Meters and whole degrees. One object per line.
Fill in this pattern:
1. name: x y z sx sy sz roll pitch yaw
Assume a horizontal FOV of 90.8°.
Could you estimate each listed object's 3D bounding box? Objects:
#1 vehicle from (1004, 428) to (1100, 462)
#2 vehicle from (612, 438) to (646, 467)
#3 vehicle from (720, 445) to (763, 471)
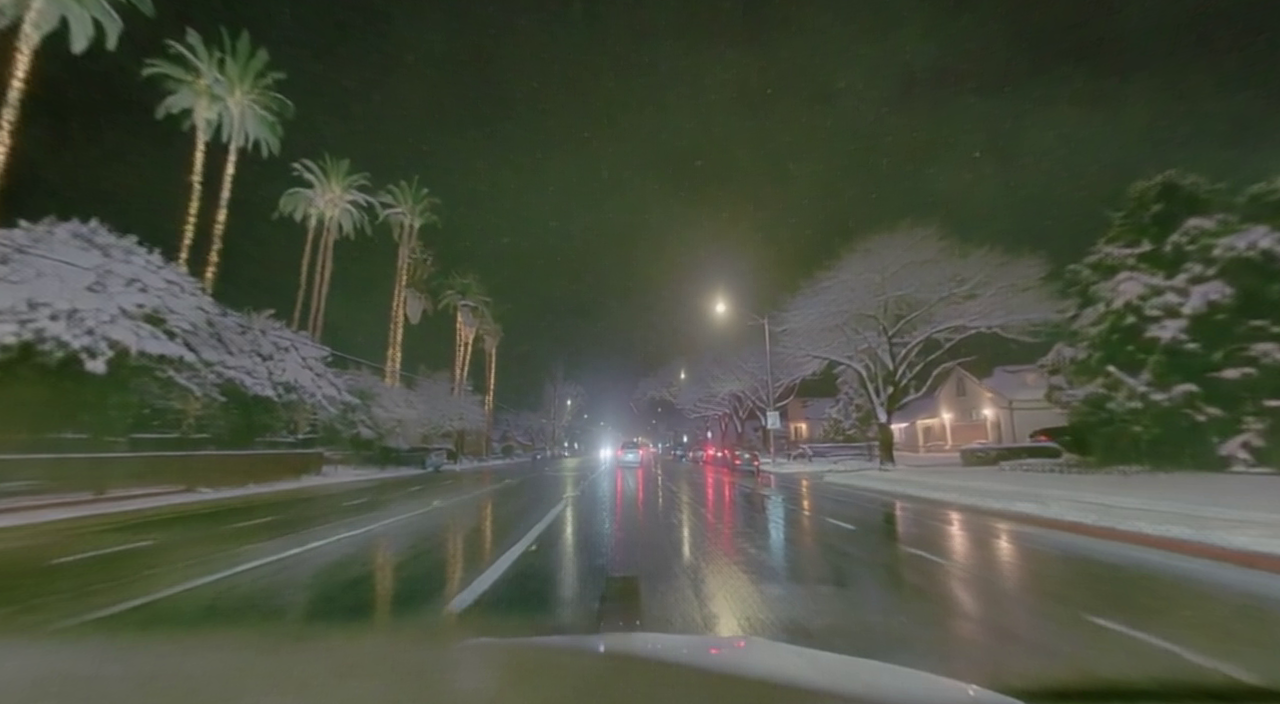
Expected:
1. vehicle: 24.090 5.510 37.229 2.135 1.787 4.888 0 -9 -3
2. vehicle: -0.844 7.005 44.260 2.248 1.833 4.798 0 -8 -2
3. vehicle: 6.237 6.569 39.336 1.947 1.505 4.759 0 -8 0
